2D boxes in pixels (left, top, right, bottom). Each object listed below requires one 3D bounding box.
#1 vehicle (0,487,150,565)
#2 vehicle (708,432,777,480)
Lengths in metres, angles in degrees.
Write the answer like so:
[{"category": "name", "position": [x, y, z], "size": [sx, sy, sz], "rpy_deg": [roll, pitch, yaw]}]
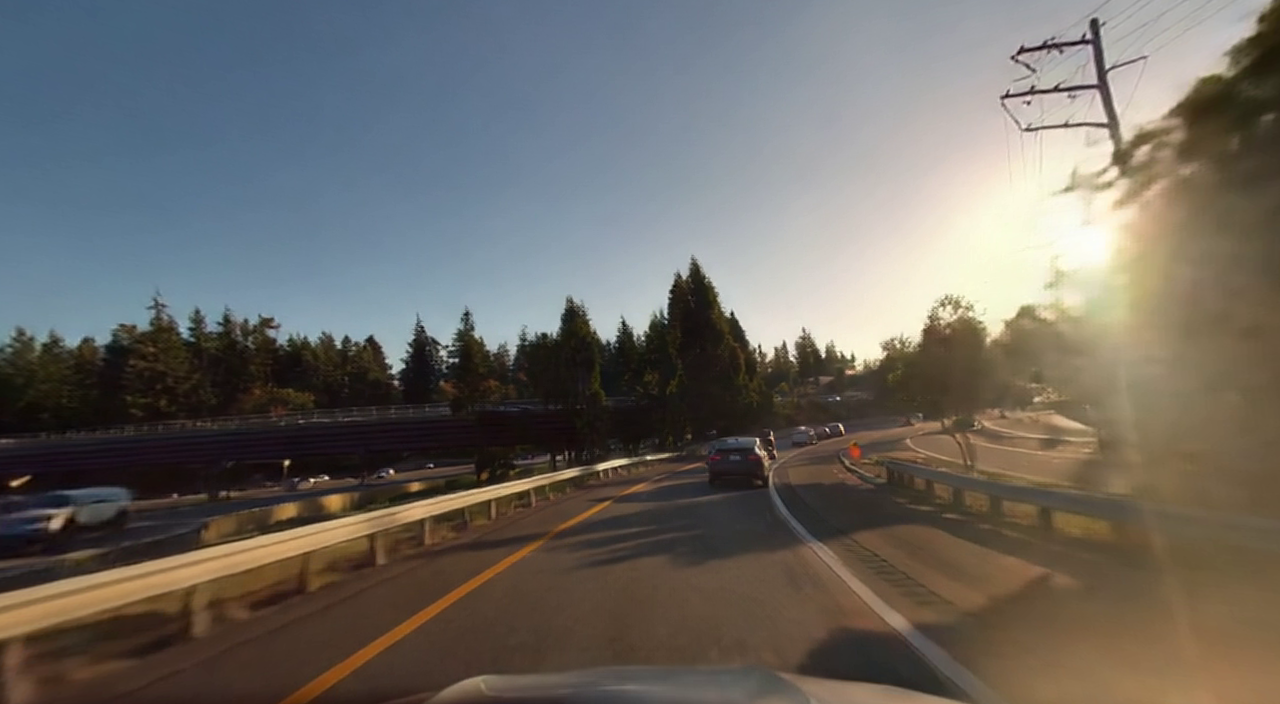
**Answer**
[{"category": "vehicle", "position": [-14.853, 4.419, 16.376], "size": [1.879, 1.449, 4.002], "rpy_deg": [2, -9, -16]}, {"category": "vehicle", "position": [3.617, 3.577, 21.855], "size": [2.091, 1.482, 4.321], "rpy_deg": [-2, -9, 11]}]
